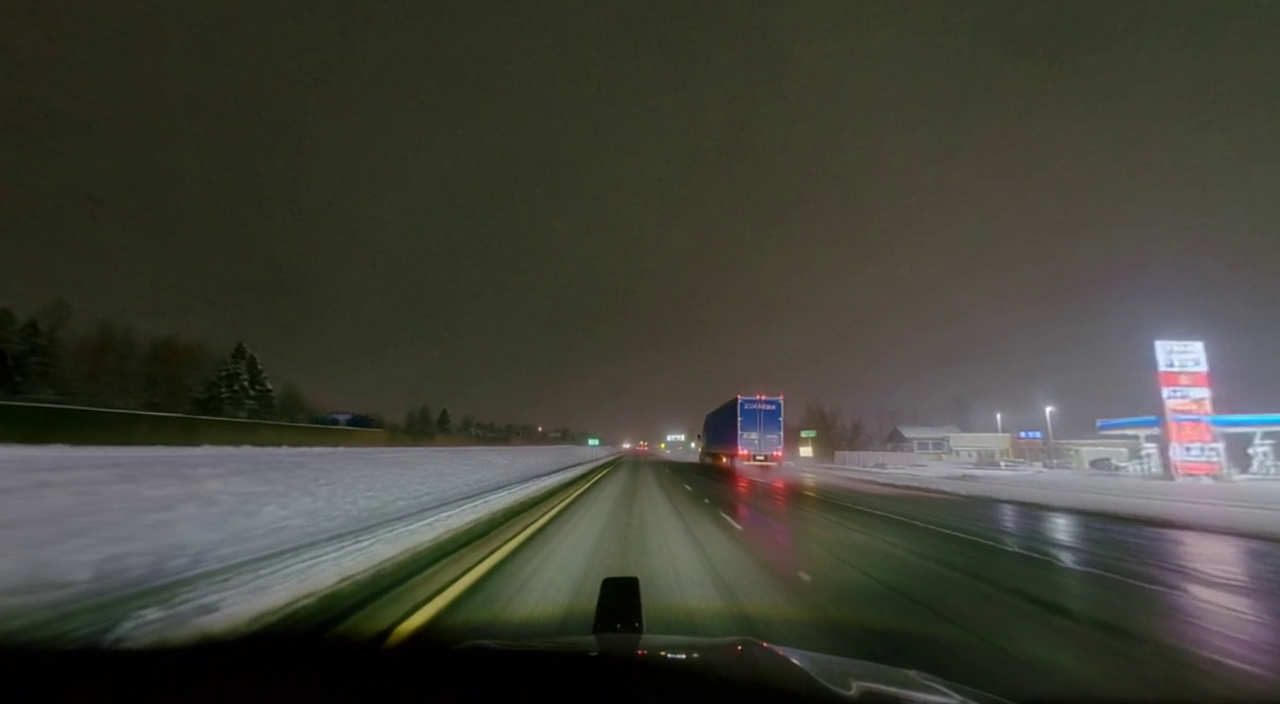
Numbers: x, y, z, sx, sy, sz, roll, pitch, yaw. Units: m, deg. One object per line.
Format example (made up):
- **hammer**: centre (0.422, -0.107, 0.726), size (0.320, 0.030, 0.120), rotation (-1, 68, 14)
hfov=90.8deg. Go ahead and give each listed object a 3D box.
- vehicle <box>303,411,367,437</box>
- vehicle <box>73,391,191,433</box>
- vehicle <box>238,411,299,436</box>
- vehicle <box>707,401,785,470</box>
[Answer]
- **vehicle**: centre (-20.753, 4.981, 43.200), size (1.858, 1.620, 4.928), rotation (0, -9, 0)
- **vehicle**: centre (-20.934, 2.557, 26.257), size (1.765, 1.490, 3.804), rotation (0, -9, -1)
- **vehicle**: centre (-24.473, 4.781, 41.716), size (1.748, 1.506, 3.731), rotation (0, -9, 0)
- **vehicle**: centre (7.279, 6.220, 46.201), size (2.912, 4.153, 15.866), rotation (0, -9, 0)
